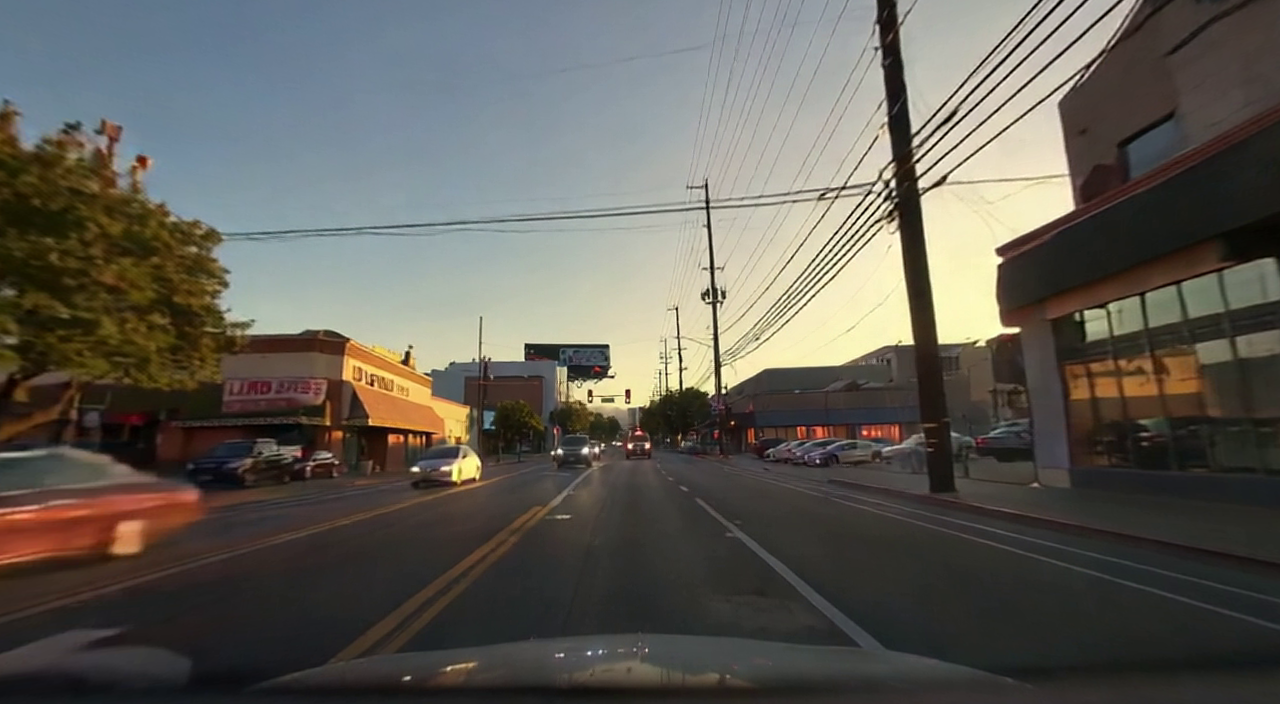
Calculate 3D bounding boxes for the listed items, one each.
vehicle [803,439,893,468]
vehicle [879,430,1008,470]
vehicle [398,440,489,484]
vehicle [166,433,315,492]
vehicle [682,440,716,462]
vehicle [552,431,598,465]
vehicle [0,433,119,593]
[{"bbox_3d":[11.283,5.534,34.456,4.238,1.464,1.862,0,-9,2],"label":"vehicle"},{"bbox_3d":[15.045,4.884,31.527,5.307,1.877,2.052,0,-9,-1],"label":"vehicle"},{"bbox_3d":[-7.357,4.159,24.161,2.020,1.479,4.612,0,-9,0],"label":"vehicle"},{"bbox_3d":[-13.891,3.848,22.414,2.044,1.830,4.800,0,-9,2],"label":"vehicle"},{"bbox_3d":[4.053,6.925,44.227,1.926,1.482,4.442,0,-9,-1],"label":"vehicle"},{"bbox_3d":[-3.931,5.952,39.226,2.277,1.904,5.583,0,-9,0],"label":"vehicle"},{"bbox_3d":[-7.188,1.421,5.144,1.952,1.536,4.623,0,-9,0],"label":"vehicle"}]
